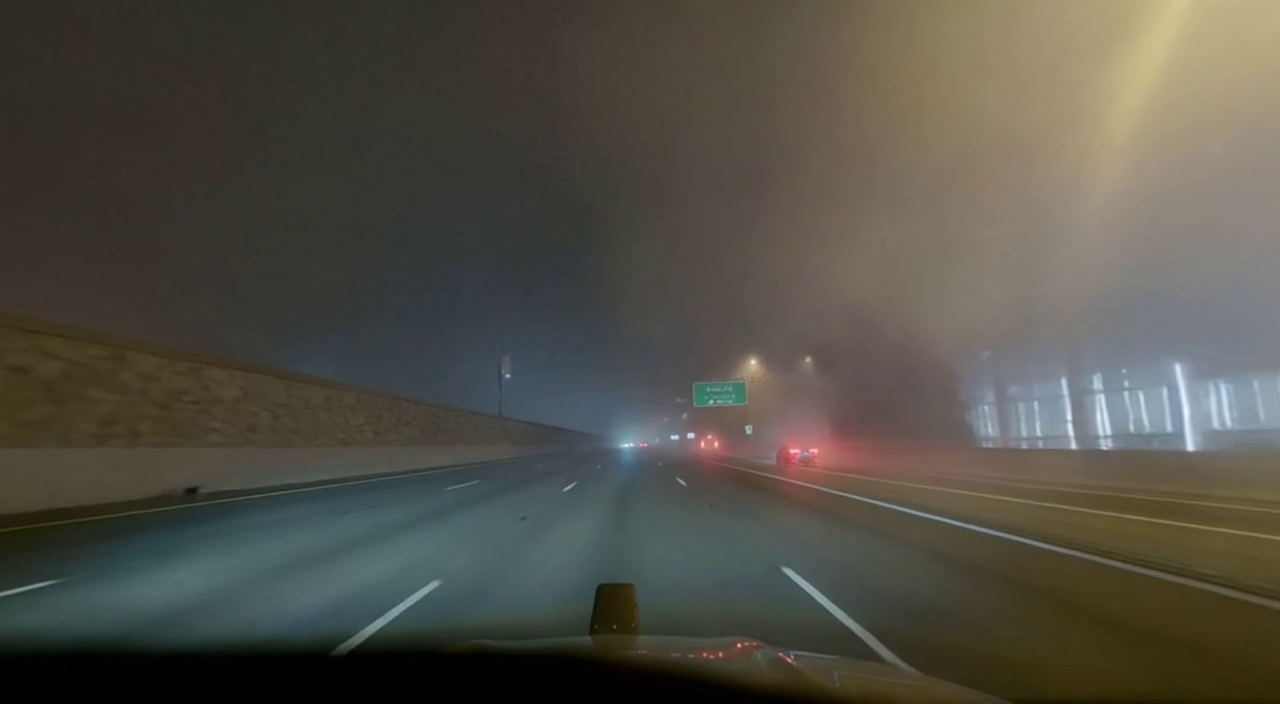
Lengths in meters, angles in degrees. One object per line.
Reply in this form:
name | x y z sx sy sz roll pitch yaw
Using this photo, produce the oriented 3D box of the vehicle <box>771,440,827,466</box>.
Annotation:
vehicle | 10.327 6.596 41.482 2.165 1.636 5.175 0 -8 -2
